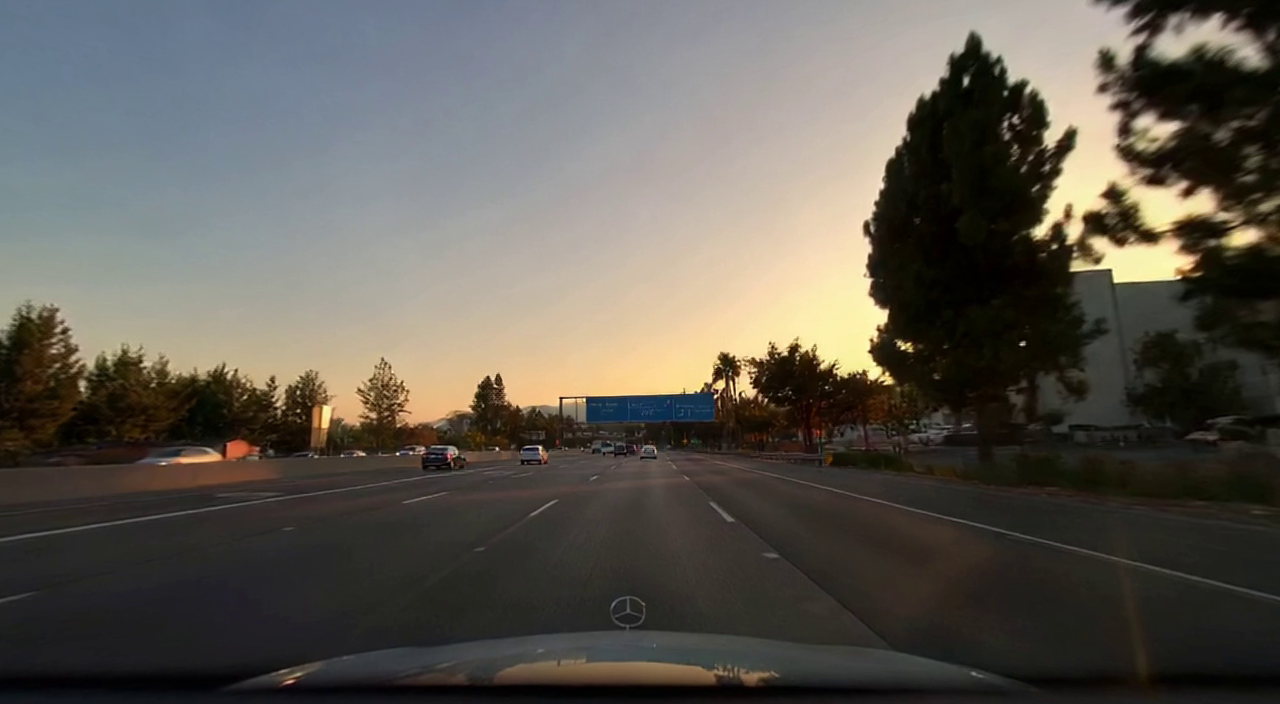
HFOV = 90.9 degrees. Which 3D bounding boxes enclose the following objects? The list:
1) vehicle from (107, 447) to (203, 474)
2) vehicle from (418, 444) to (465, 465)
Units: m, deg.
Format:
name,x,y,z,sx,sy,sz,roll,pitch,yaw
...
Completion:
name,x,y,z,sx,sy,sz,roll,pitch,yaw
vehicle,-30.289,6.756,39.609,1.863,1.551,5.152,0,-9,0
vehicle,-14.301,7.418,45.616,1.818,1.377,4.419,-1,-8,2
